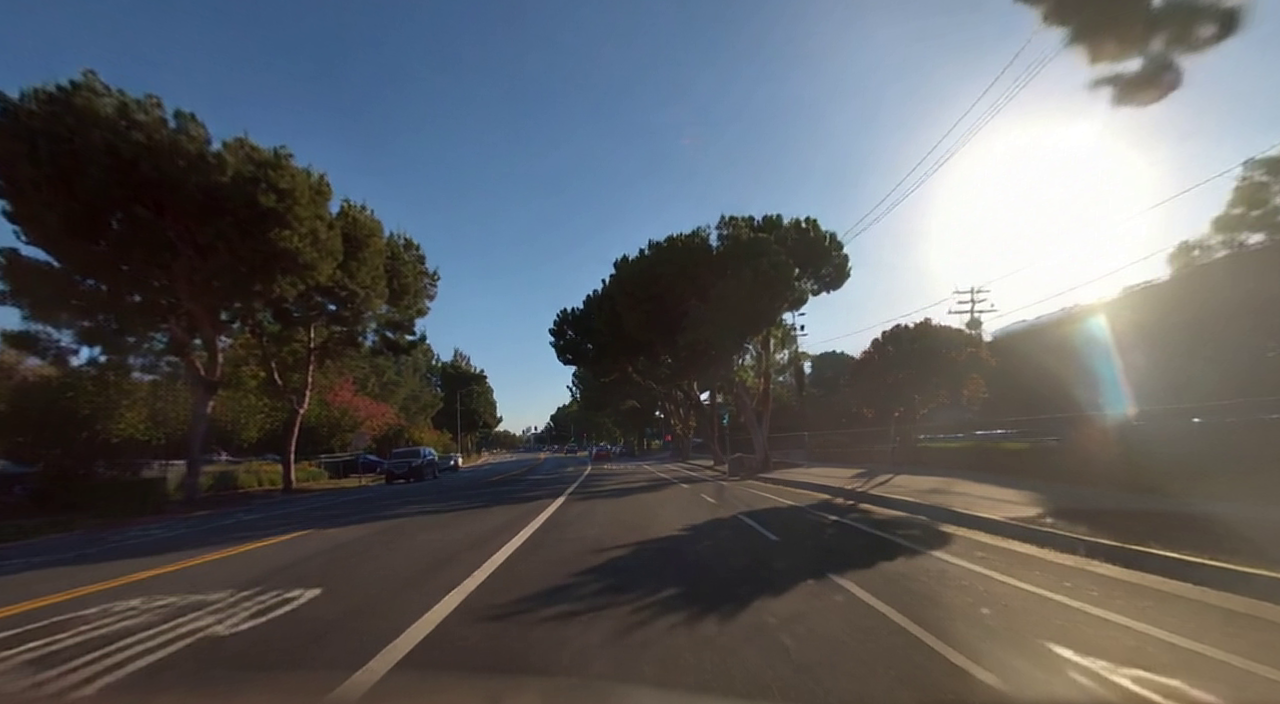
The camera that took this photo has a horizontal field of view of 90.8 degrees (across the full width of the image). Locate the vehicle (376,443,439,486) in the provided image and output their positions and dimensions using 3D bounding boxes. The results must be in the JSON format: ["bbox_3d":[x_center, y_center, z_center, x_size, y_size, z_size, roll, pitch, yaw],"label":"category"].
[{"bbox_3d":[-14.082,6.786,38.571,2.314,2.144,5.403,-3,-7,-6],"label":"vehicle"}]

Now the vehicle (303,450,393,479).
[{"bbox_3d":[-20.467,7.888,44.438,5.168,1.886,2.283,0,-8,1],"label":"vehicle"}]
